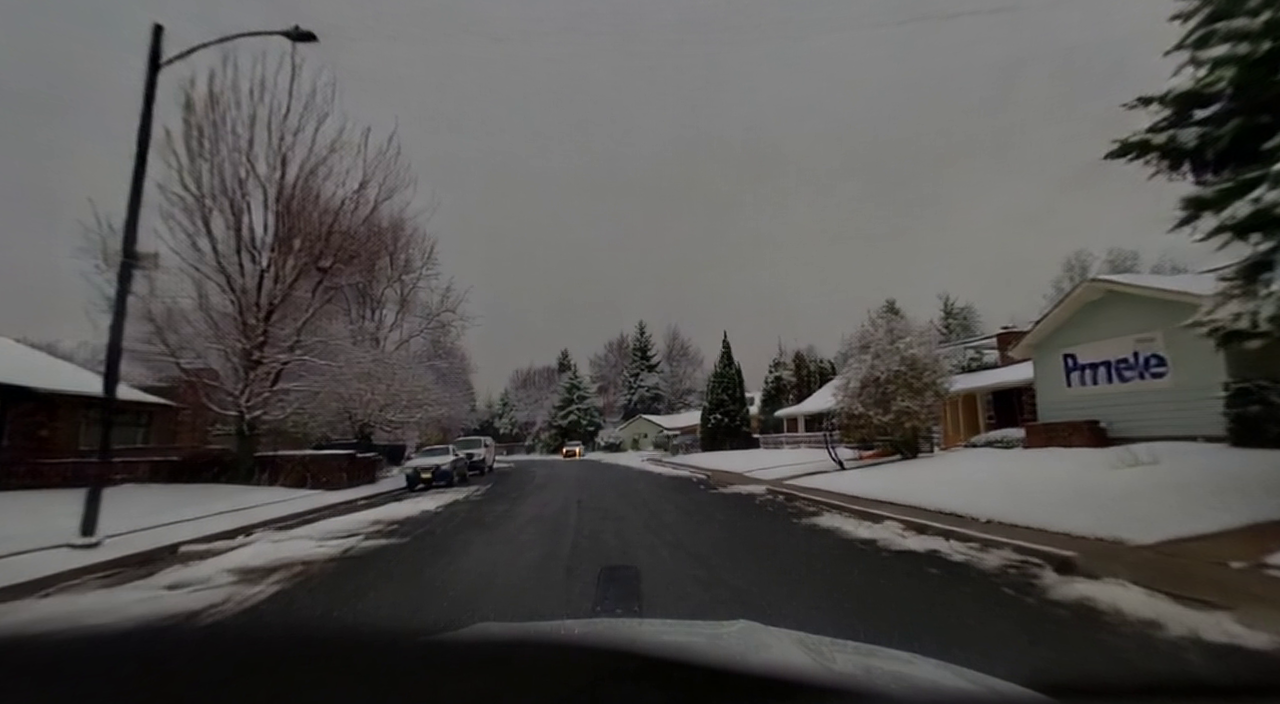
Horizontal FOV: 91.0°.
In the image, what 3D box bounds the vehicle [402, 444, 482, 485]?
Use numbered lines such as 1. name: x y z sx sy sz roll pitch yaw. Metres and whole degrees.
1. vehicle: -7.473 4.257 24.136 2.017 1.397 4.004 0 -8 -4
